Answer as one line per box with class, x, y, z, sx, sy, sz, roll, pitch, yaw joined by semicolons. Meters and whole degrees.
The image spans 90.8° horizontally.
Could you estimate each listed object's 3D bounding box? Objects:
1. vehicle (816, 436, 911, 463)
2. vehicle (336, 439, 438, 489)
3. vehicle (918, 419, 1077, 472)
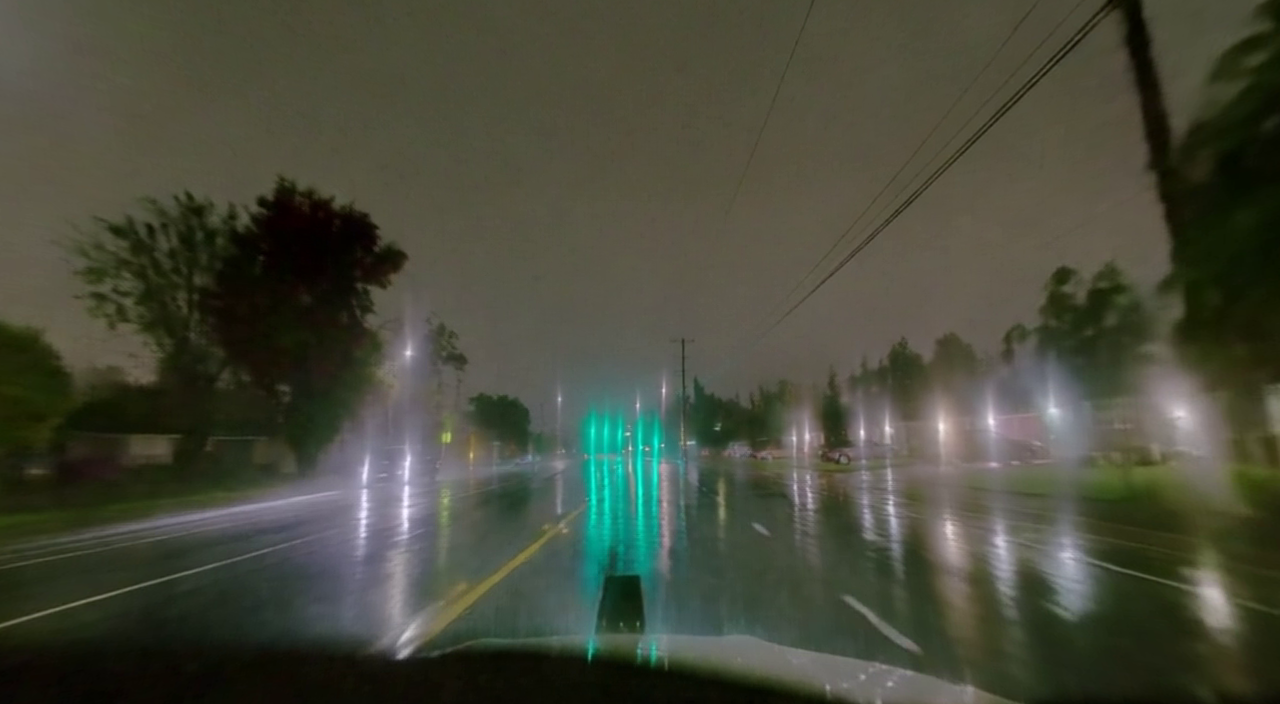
vehicle;13.058;5.720;37.059;4.767;1.557;1.994;0;-8;-1
vehicle;-11.111;5.003;28.307;2.347;1.960;5.167;-2;-10;1
vehicle;13.709;3.626;24.455;4.793;1.744;2.055;-3;-8;0
